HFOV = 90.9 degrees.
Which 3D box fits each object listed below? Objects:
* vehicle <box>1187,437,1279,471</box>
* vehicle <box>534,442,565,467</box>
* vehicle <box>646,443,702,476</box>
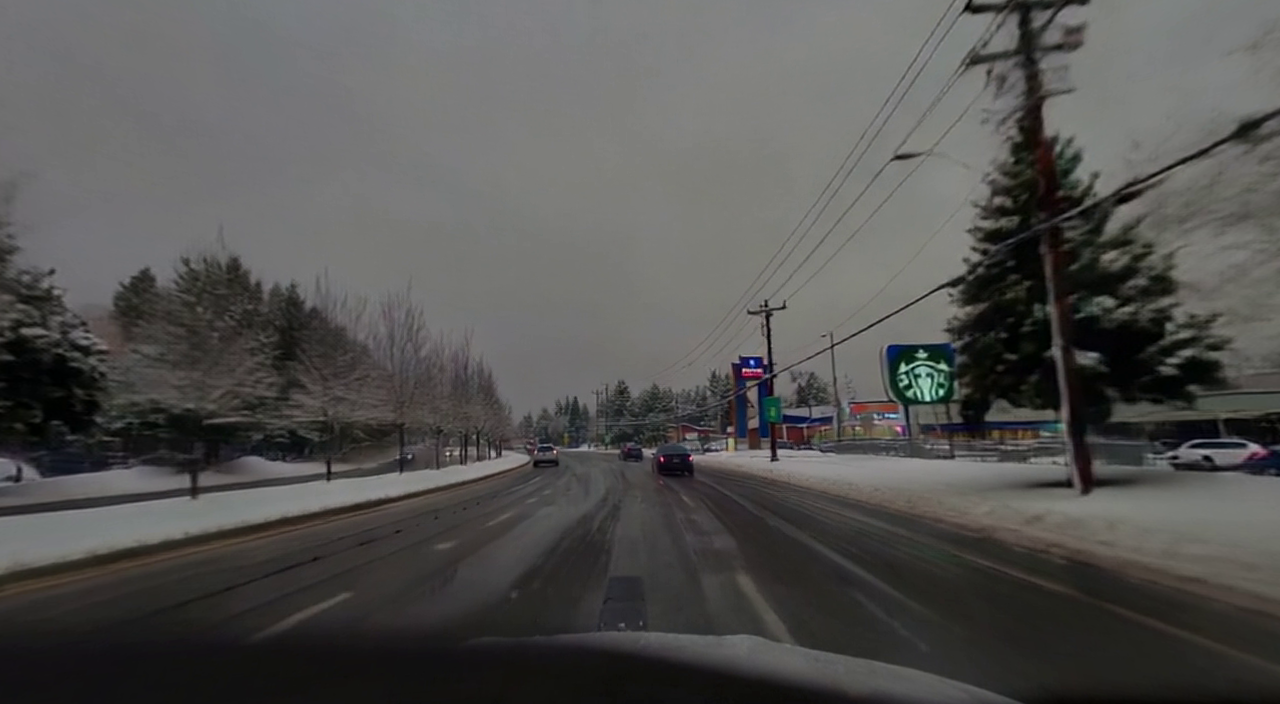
[{"bbox_3d":[32.503,5.434,33.615,4.430,1.617,2.092,-4,-10,11],"label":"vehicle"},{"bbox_3d":[-6.877,7.830,48.313,2.195,1.752,4.515,1,-9,-6],"label":"vehicle"},{"bbox_3d":[1.511,5.103,30.204,2.130,1.476,4.453,1,-9,-4],"label":"vehicle"}]
